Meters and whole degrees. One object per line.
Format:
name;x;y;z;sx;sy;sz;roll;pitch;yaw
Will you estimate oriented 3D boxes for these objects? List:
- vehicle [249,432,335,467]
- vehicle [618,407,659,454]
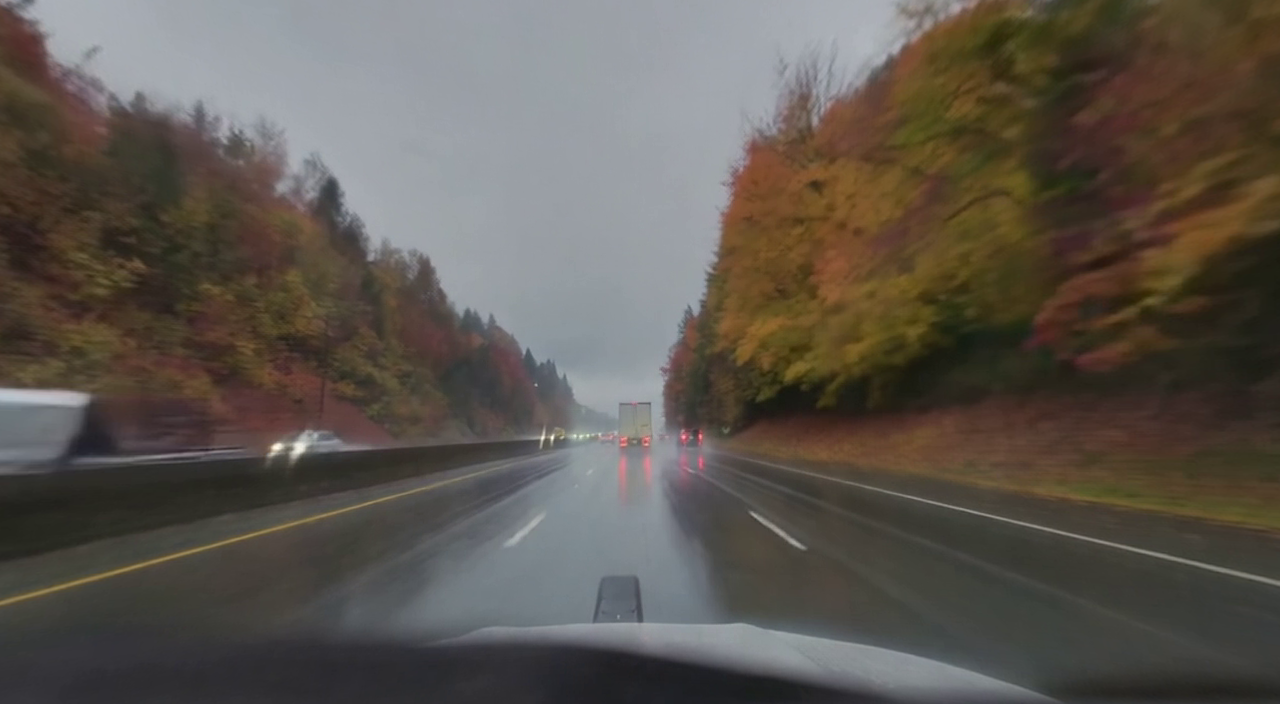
vehicle;-20.000;5.620;36.438;2.070;1.882;5.035;0;-8;0
vehicle;-0.210;5.416;43.282;2.631;2.957;6.512;0;-8;-2
